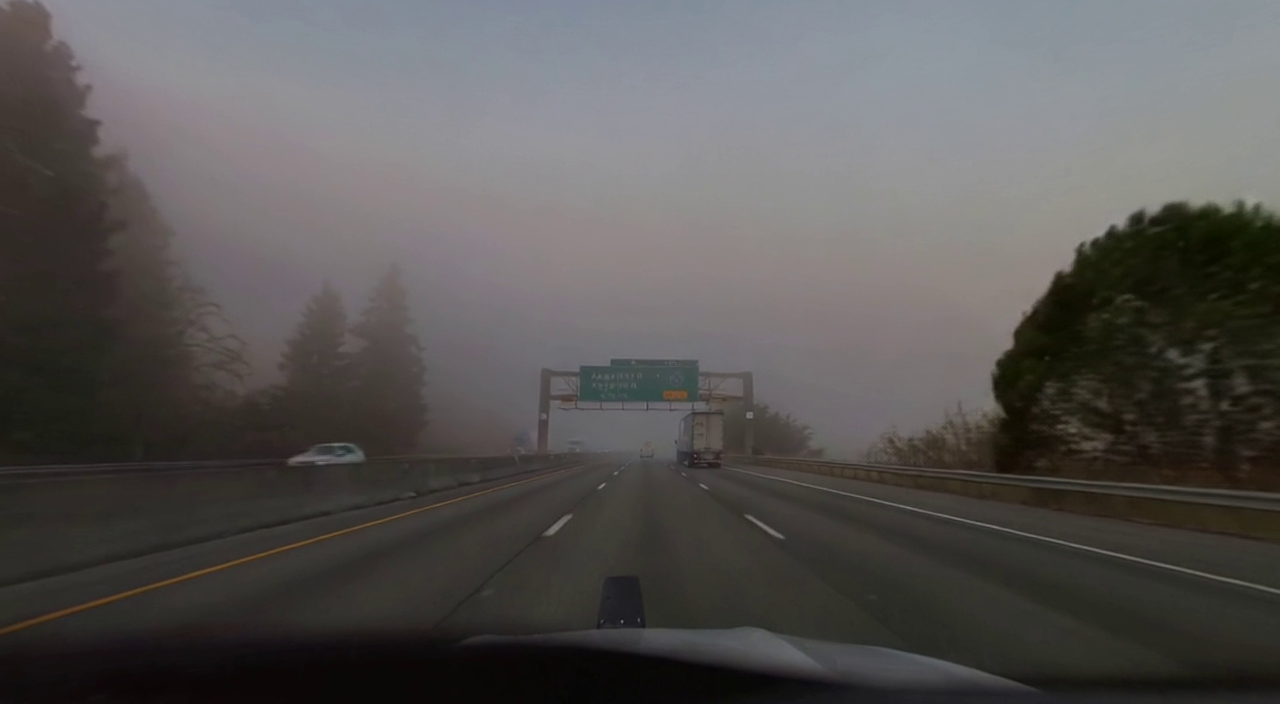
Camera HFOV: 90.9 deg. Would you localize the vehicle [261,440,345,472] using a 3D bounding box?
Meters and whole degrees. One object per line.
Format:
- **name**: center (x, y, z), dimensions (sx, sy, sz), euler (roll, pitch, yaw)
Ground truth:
- **vehicle**: center (-17.502, 5.418, 33.003), dimensions (1.874, 1.526, 4.423), euler (0, -9, 1)
